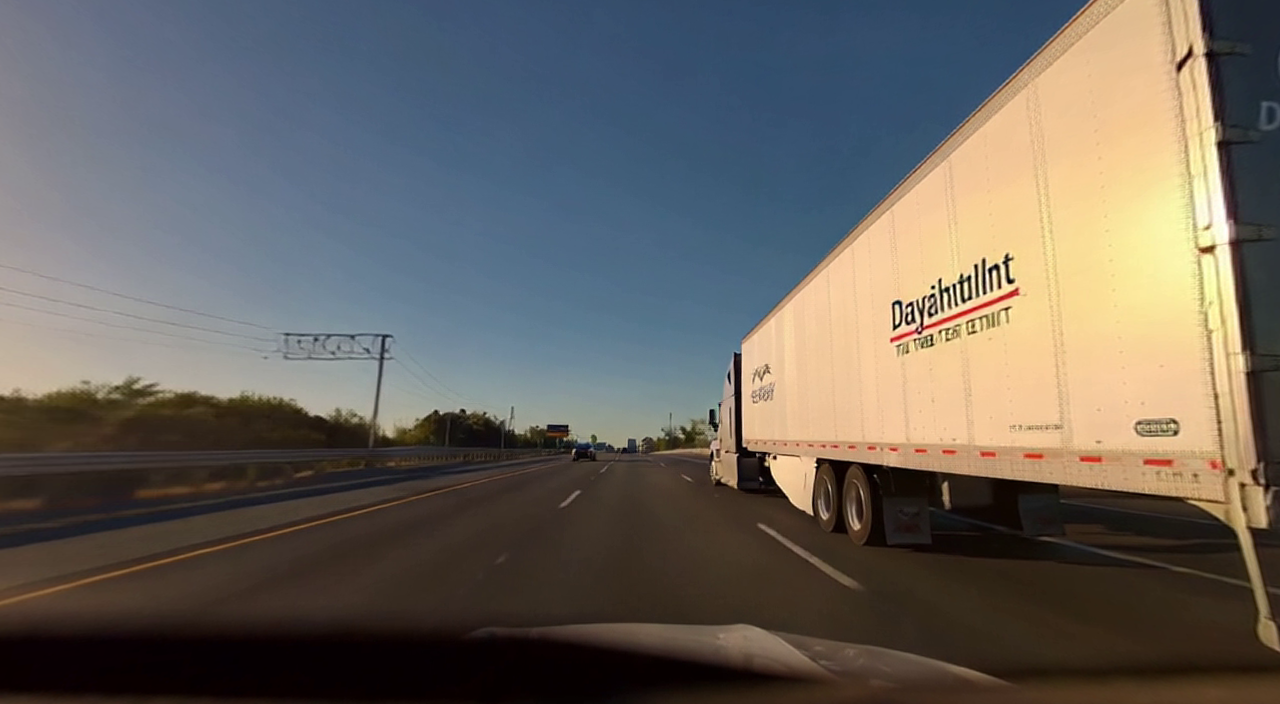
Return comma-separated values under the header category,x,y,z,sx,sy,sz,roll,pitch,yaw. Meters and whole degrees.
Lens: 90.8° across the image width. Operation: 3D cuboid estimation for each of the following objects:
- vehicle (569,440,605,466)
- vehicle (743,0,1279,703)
category,x,y,z,sx,sy,sz,roll,pitch,yaw
vehicle,-3.427,6.638,41.715,2.030,1.657,3.926,0,-8,0
vehicle,4.031,0.517,9.305,2.962,4.132,12.720,0,-8,0
